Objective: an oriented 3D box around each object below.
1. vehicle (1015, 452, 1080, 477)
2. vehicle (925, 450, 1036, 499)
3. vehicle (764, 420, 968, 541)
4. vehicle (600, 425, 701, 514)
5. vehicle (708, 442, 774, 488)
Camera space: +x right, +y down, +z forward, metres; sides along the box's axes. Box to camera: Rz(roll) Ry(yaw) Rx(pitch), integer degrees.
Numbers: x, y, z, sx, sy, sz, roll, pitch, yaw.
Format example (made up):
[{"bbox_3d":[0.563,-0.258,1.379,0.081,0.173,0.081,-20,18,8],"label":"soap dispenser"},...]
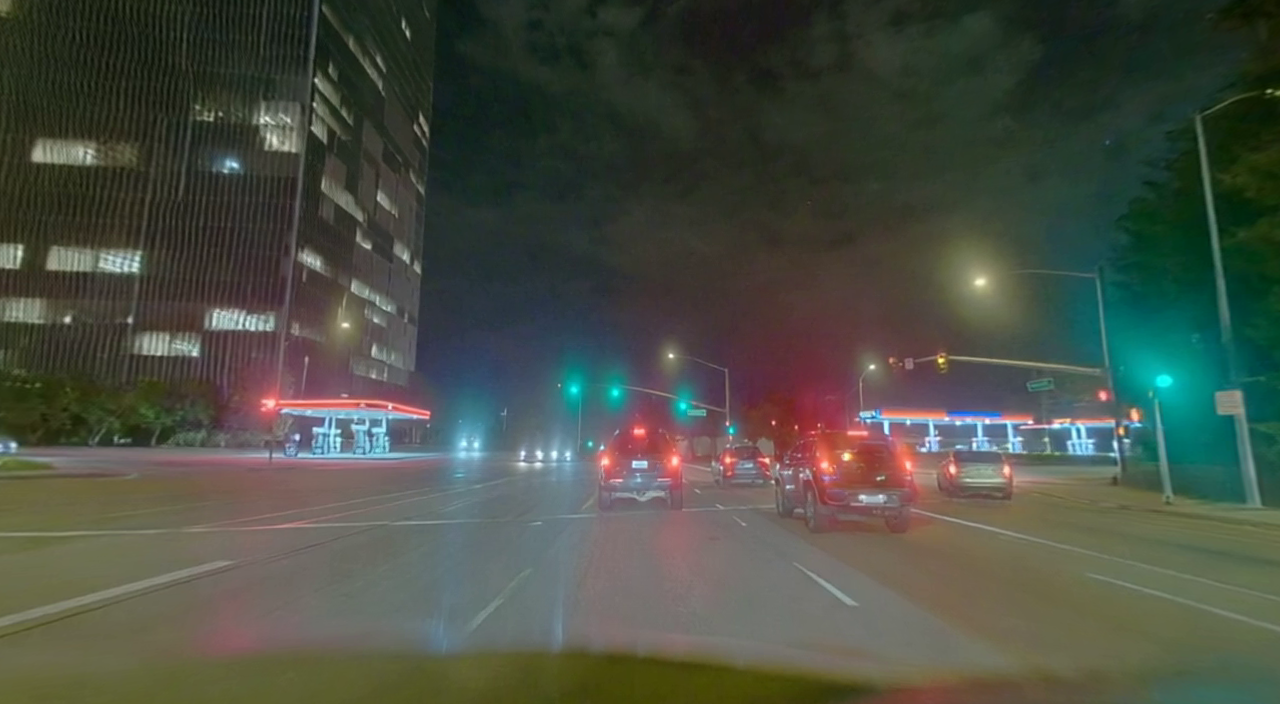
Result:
[{"bbox_3d":[27.448,7.531,42.297,4.636,1.542,2.096,6,-11,-37],"label":"vehicle"},{"bbox_3d":[11.859,4.261,22.319,2.057,1.473,4.462,-1,-9,10],"label":"vehicle"},{"bbox_3d":[3.710,2.185,11.320,2.000,1.745,4.206,0,-8,-1],"label":"vehicle"},{"bbox_3d":[0.200,2.705,14.988,2.051,1.798,4.168,0,-8,0],"label":"vehicle"},{"bbox_3d":[3.756,4.249,24.033,1.800,1.592,3.658,0,-8,-2],"label":"vehicle"}]
